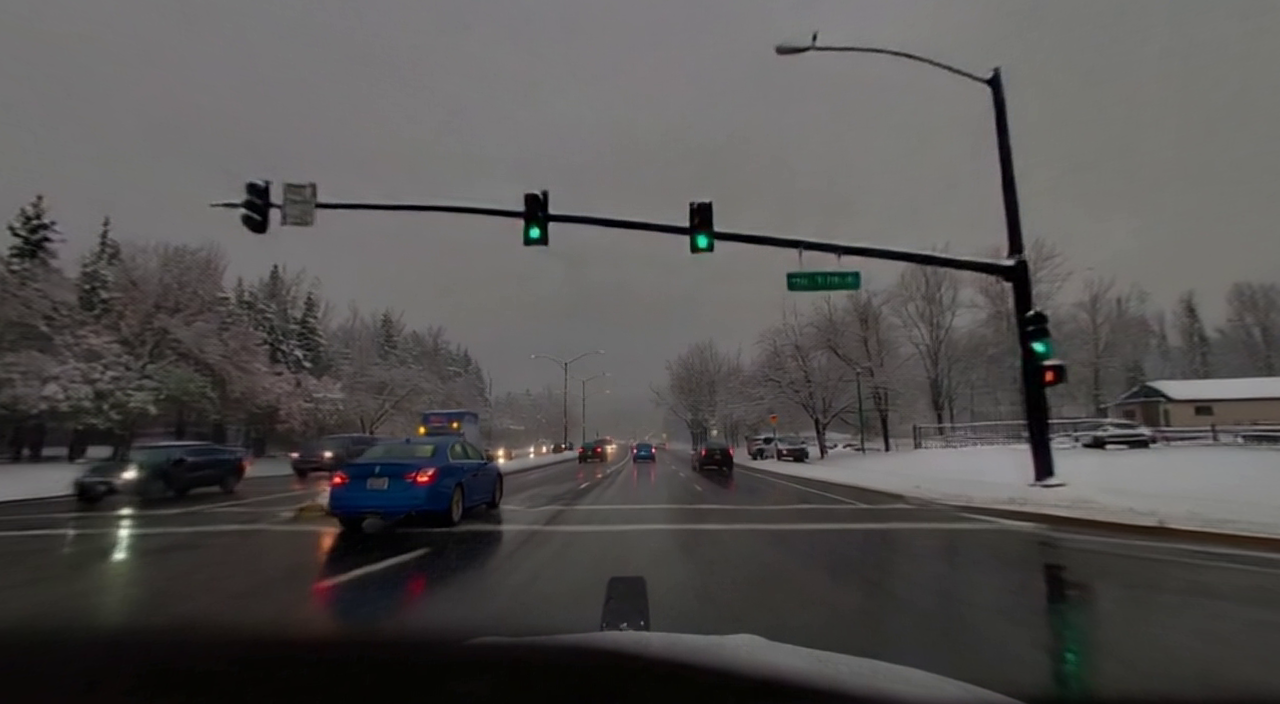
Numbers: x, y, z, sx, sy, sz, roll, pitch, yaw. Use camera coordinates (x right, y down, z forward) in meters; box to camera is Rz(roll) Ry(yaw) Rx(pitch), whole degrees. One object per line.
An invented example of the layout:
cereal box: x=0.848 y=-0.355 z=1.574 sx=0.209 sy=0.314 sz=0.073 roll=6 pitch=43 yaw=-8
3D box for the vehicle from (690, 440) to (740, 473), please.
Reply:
vehicle: x=3.485 y=4.931 z=30.104 sx=1.883 sy=1.465 sz=3.975 roll=0 pitch=-8 yaw=0

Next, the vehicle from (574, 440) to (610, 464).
vehicle: x=-3.020 y=6.325 z=40.072 sx=1.841 sy=1.474 sz=4.038 roll=0 pitch=-8 yaw=2

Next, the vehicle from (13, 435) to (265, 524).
vehicle: x=-11.492 y=2.886 z=15.027 sx=2.130 sy=1.672 sz=4.549 roll=-4 pitch=-8 yaw=4

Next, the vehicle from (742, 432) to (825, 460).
vehicle: x=11.206 y=7.389 z=49.552 sx=5.931 sy=1.872 sz=2.264 roll=-3 pitch=-8 yaw=4

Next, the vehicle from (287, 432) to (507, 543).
vehicle: x=-3.740 y=2.124 z=10.713 sx=1.803 sy=1.463 sz=4.422 roll=0 pitch=-8 yaw=2
